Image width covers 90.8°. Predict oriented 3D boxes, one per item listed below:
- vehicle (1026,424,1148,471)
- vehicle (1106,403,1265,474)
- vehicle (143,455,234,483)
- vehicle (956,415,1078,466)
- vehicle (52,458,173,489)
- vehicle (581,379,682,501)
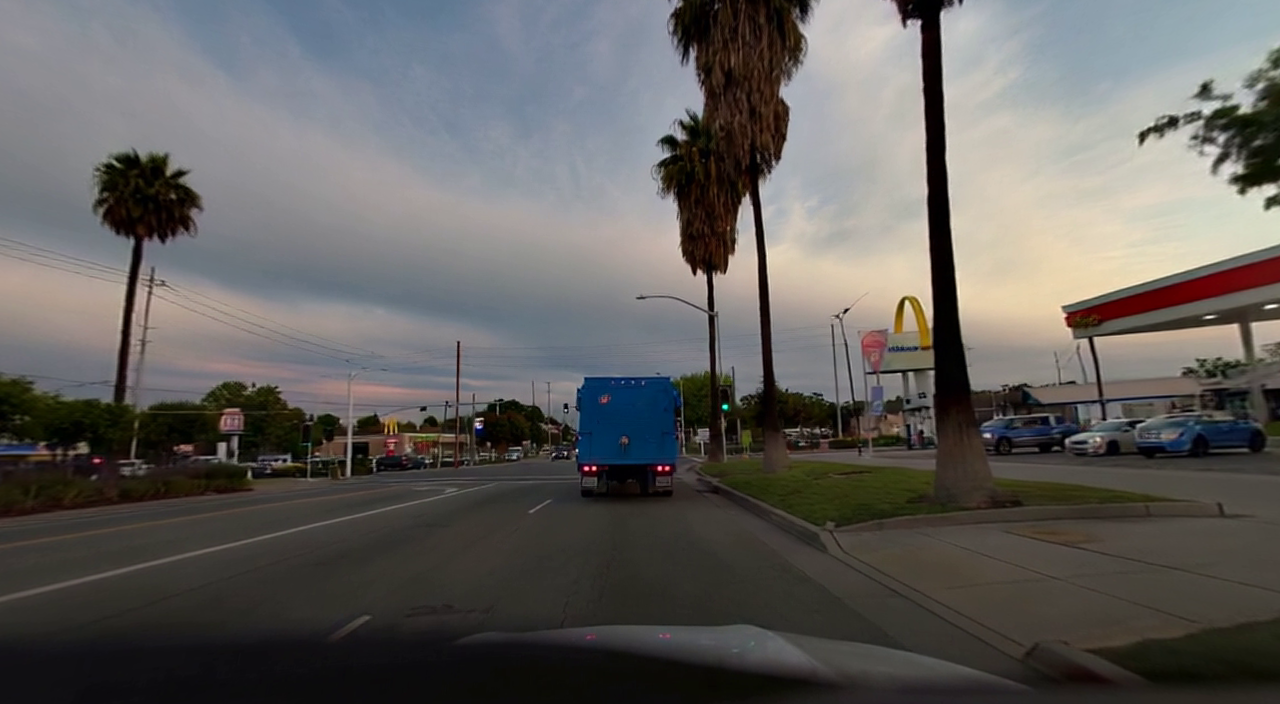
[{"bbox_3d":[15.244,3.232,21.505,4.105,1.433,1.931,5,-10,-33],"label":"vehicle"},{"bbox_3d":[15.731,2.456,18.171,4.472,1.730,1.939,2,-10,-31],"label":"vehicle"},{"bbox_3d":[-27.974,7.252,39.366,4.303,1.567,2.021,4,-10,-28],"label":"vehicle"},{"bbox_3d":[15.930,3.739,26.629,5.078,1.937,2.326,6,-10,-34],"label":"vehicle"},{"bbox_3d":[-27.721,6.361,33.405,4.493,1.453,1.912,4,-9,-27],"label":"vehicle"},{"bbox_3d":[-0.166,2.554,18.481,2.463,2.954,5.938,1,-8,1],"label":"vehicle"}]
